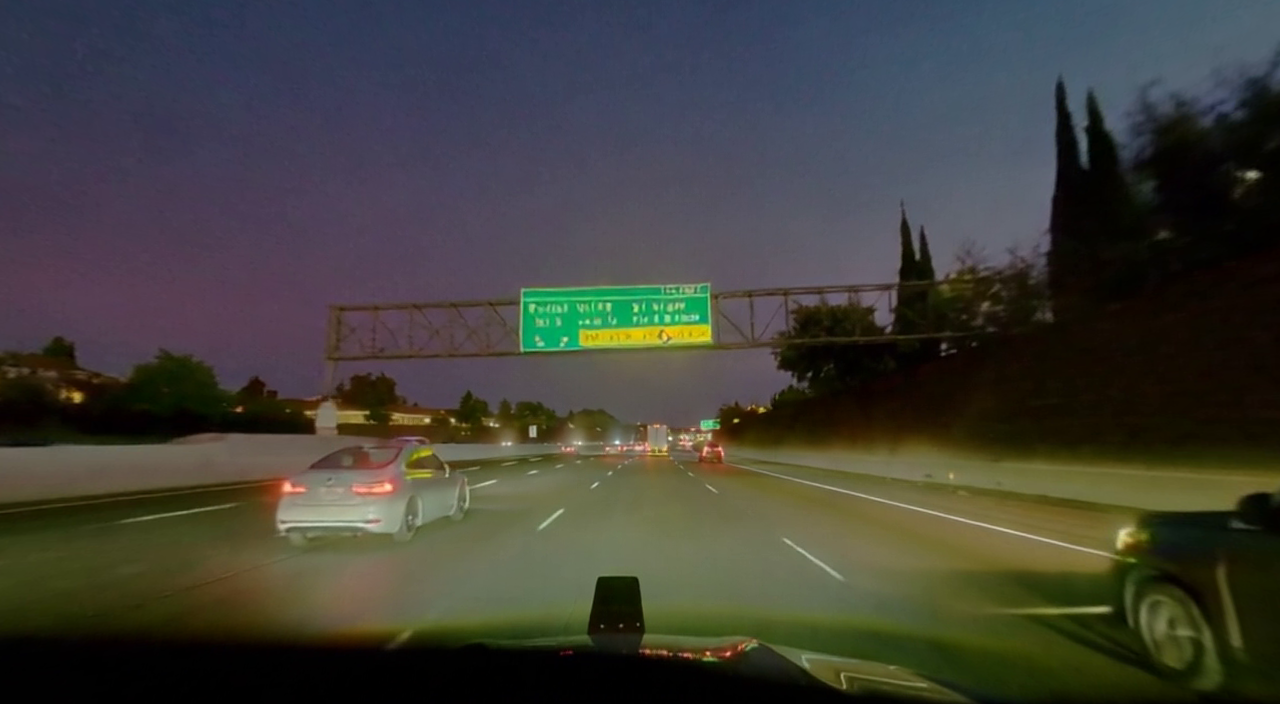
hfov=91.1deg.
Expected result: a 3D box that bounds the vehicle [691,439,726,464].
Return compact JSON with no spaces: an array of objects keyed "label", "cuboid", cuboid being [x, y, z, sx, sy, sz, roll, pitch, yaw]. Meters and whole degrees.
[{"label":"vehicle","cuboid":[4.723,6.910,43.912,2.046,1.655,4.143,0,-8,1]}]

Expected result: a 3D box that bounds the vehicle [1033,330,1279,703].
[{"label":"vehicle","cuboid":[3.630,0.650,1.698,2.108,1.709,4.703,0,-8,1]}]

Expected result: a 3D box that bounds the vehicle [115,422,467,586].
[{"label":"vehicle","cuboid":[-3.787,1.696,7.874,1.947,1.479,4.114,0,-8,2]}]
